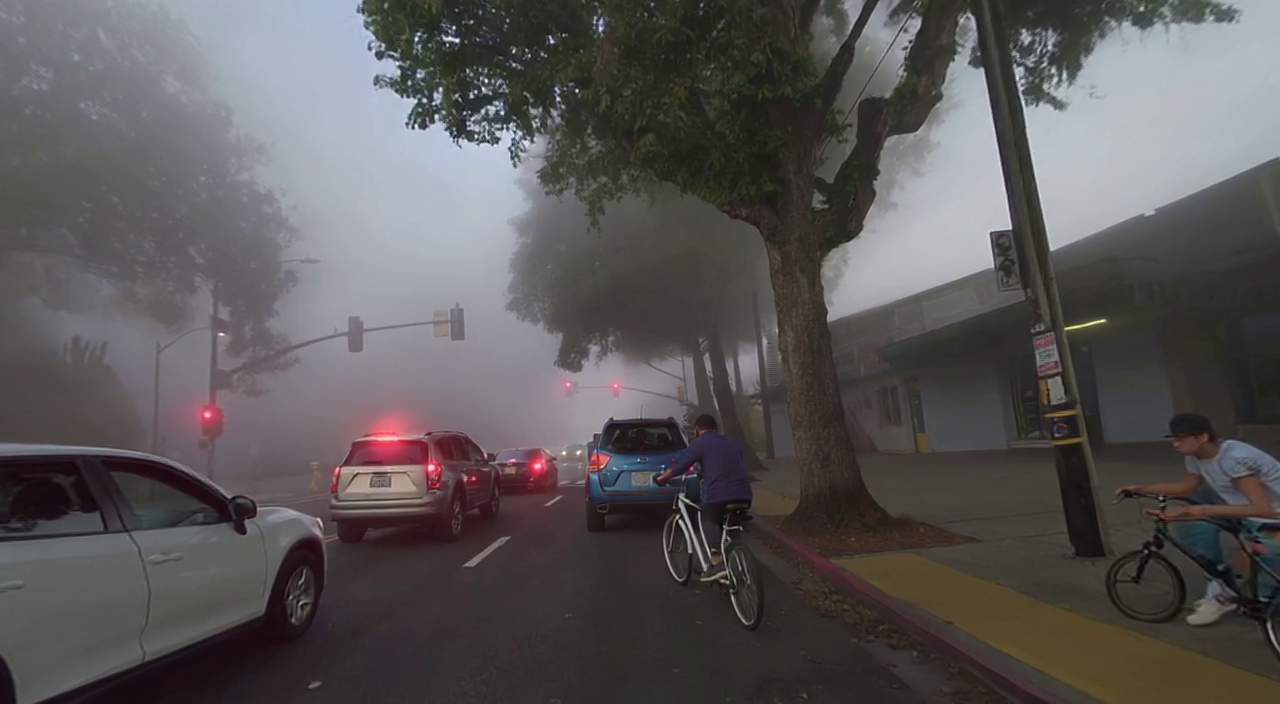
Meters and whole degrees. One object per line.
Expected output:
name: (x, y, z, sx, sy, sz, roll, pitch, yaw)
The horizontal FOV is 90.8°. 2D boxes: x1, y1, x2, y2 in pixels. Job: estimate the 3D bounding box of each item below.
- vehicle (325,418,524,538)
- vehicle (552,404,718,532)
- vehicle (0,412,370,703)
vehicle: (-3.602, 2.198, 11.611, 2.046, 1.750, 4.452, 0, -9, 0)
vehicle: (-0.114, 2.086, 11.878, 2.426, 1.882, 5.027, 0, -9, -1)
vehicle: (-3.558, 1.172, 3.697, 2.064, 1.486, 4.140, 0, -9, 1)
